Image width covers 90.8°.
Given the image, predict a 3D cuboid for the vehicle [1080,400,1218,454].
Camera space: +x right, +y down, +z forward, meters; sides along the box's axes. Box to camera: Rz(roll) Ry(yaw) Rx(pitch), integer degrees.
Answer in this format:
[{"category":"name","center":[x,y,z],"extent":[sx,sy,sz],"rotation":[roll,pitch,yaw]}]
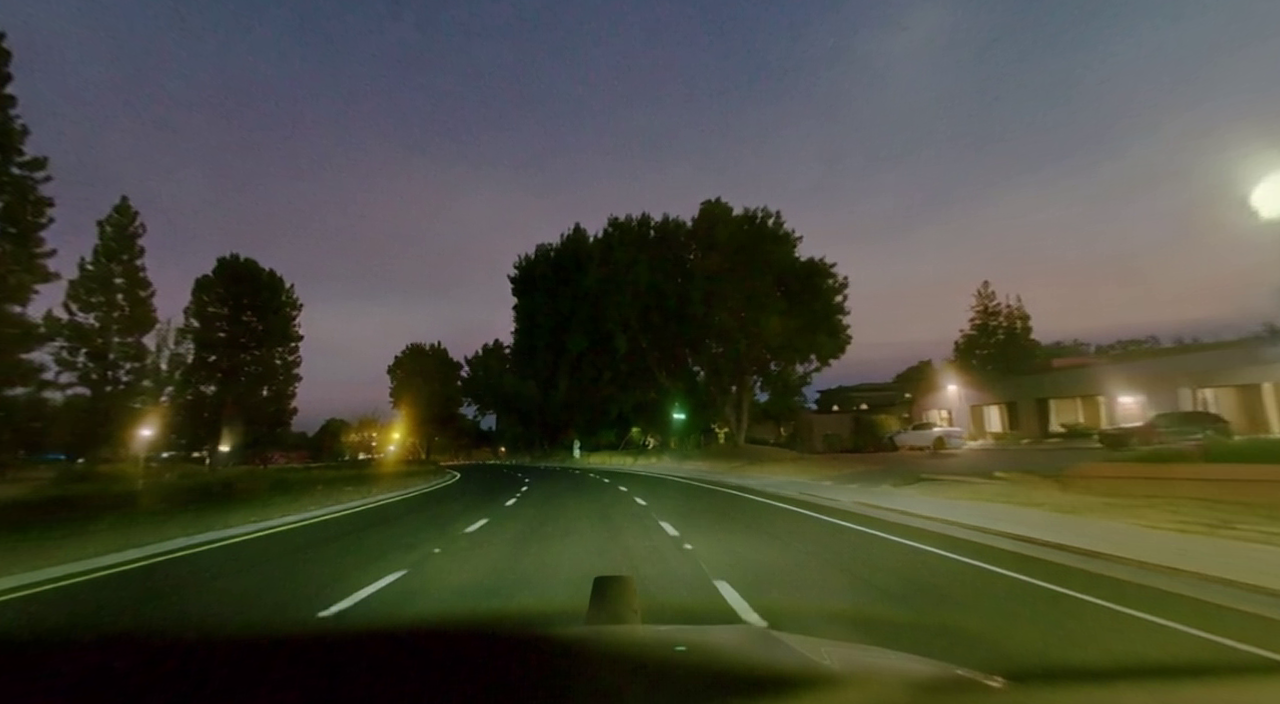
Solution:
[{"category":"vehicle","center":[19.734,2.967,24.478],"extent":[4.802,1.900,2.373],"rotation":[5,-10,-30]}]

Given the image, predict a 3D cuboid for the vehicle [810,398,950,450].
[{"category":"vehicle","center":[14.195,4.474,38.087],"extent":[2.757,2.765,7.526],"rotation":[6,-11,-35]}]
